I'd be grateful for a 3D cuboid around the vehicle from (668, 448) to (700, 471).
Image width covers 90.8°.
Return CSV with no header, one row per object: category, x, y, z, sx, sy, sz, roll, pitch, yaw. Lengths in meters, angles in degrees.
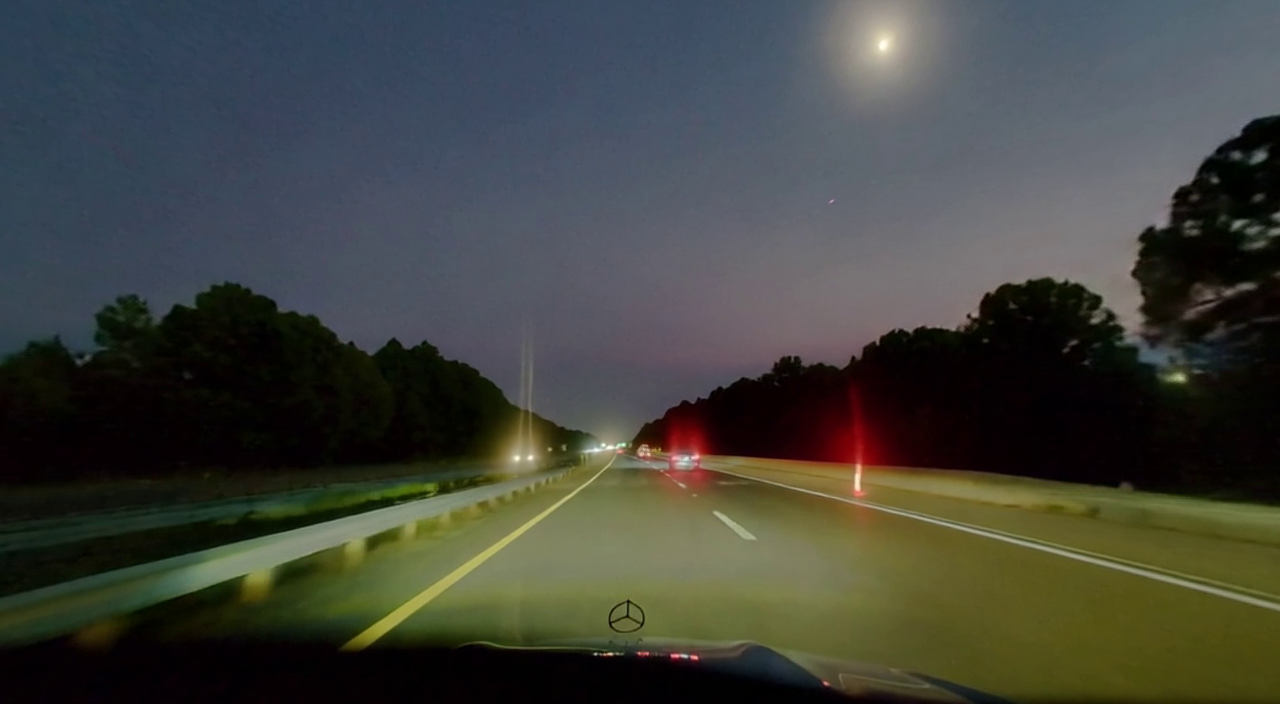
vehicle,3.027,7.525,44.322,1.870,1.486,3.858,0,-9,-2
